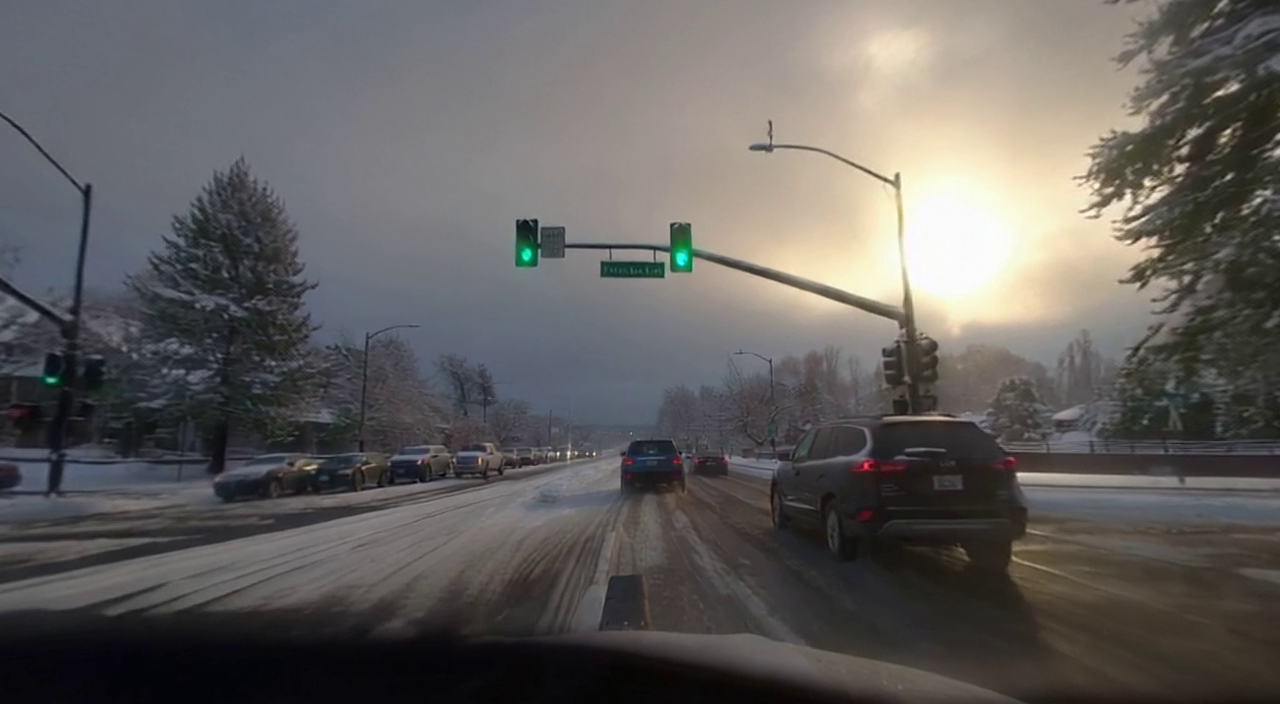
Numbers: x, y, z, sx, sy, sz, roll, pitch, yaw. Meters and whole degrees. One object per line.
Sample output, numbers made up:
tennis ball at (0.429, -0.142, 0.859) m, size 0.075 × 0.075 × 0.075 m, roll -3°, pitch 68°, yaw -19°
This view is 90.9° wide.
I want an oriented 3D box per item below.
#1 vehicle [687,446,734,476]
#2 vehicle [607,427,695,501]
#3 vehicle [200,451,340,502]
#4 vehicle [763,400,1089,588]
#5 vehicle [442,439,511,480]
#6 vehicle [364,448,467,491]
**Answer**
vehicle at (3.844, 6.043, 35.277) m, size 2.096 × 1.489 × 4.757 m, roll 0°, pitch -8°, yaw 0°
vehicle at (0.294, 3.134, 18.074) m, size 2.185 × 1.822 × 4.391 m, roll 0°, pitch -8°, yaw 1°
vehicle at (-12.208, 4.096, 21.233) m, size 1.959 × 1.450 × 4.487 m, roll 0°, pitch -8°, yaw 0°
vehicle at (3.201, 1.692, 8.347) m, size 2.166 × 1.799 × 4.372 m, roll 0°, pitch -8°, yaw -1°
vehicle at (-8.352, 5.493, 32.664) m, size 2.182 × 1.939 × 4.889 m, roll 0°, pitch -8°, yaw 1°
vehicle at (-8.237, 4.339, 23.710) m, size 2.083 × 1.420 × 4.702 m, roll 0°, pitch -8°, yaw 1°
